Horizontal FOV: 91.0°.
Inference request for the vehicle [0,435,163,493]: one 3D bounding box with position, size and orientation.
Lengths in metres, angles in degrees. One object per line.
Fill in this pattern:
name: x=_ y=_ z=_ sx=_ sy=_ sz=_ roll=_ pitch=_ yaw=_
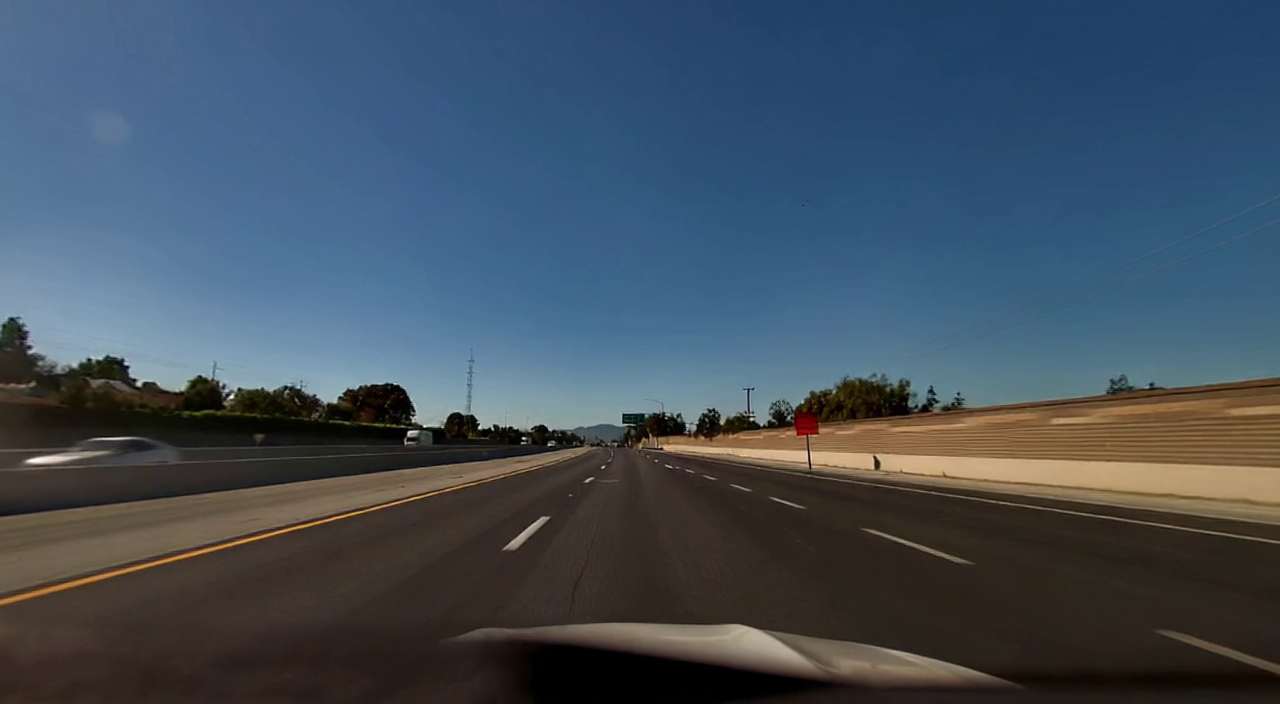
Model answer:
vehicle: x=-16.898 y=3.225 z=18.577 sx=1.978 sy=1.483 sz=4.662 roll=0 pitch=-8 yaw=0
